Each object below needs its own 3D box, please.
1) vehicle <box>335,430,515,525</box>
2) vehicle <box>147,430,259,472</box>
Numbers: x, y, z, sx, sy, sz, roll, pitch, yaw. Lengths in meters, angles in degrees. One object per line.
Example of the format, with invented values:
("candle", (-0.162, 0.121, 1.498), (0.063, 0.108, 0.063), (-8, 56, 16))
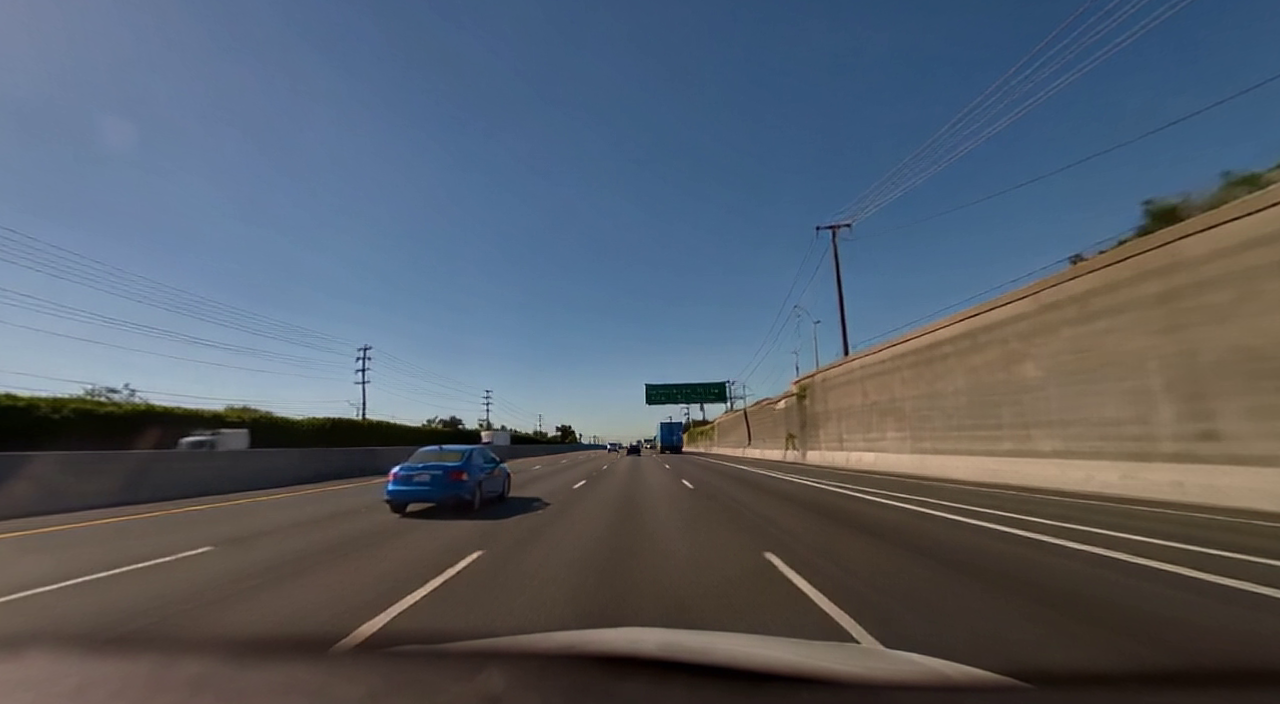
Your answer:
("vehicle", (-3.926, 2.370, 12.433), (2.009, 1.533, 4.175), (0, -9, 1))
("vehicle", (-25.388, 5.778, 37.065), (2.579, 2.265, 5.572), (0, -9, -1))
